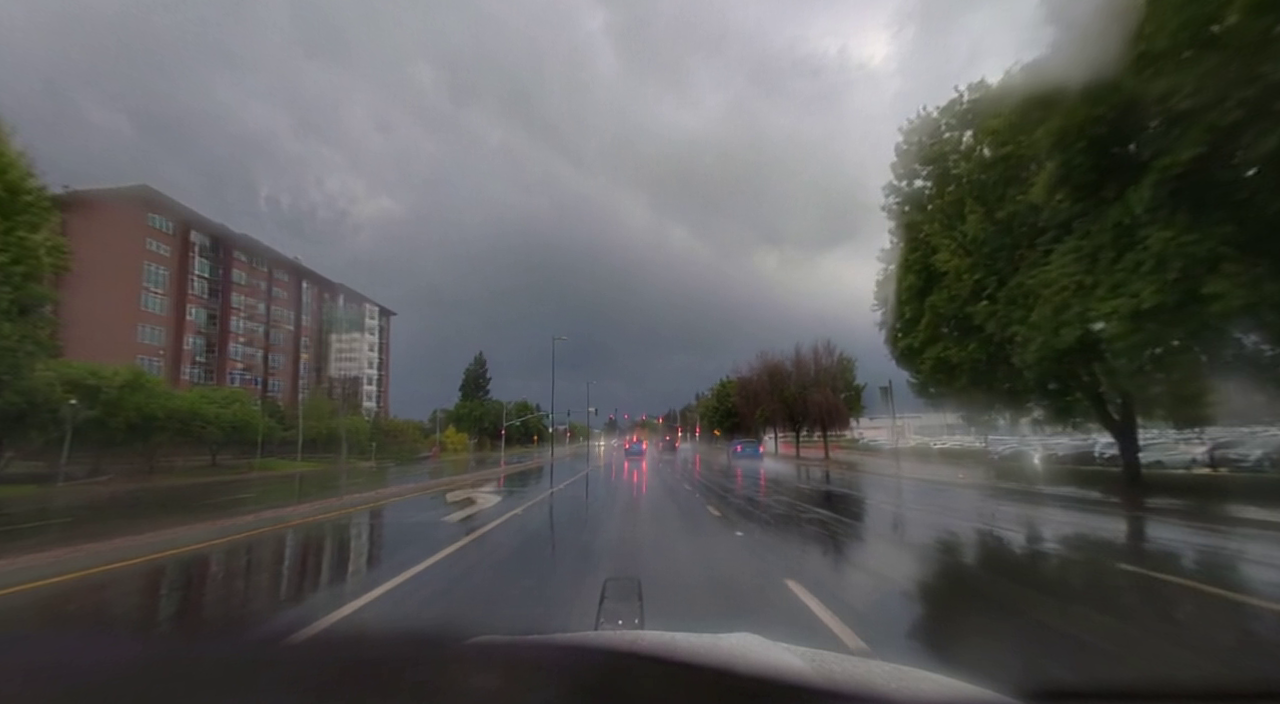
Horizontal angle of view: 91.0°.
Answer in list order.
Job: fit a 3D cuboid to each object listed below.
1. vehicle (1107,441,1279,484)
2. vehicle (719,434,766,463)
[{"bbox_3d":[19.907,3.952,22.626,4.653,1.438,1.939,0,-9,-2],"label":"vehicle"},{"bbox_3d":[6.633,6.366,41.441,2.136,1.799,4.796,0,-9,-2],"label":"vehicle"}]
